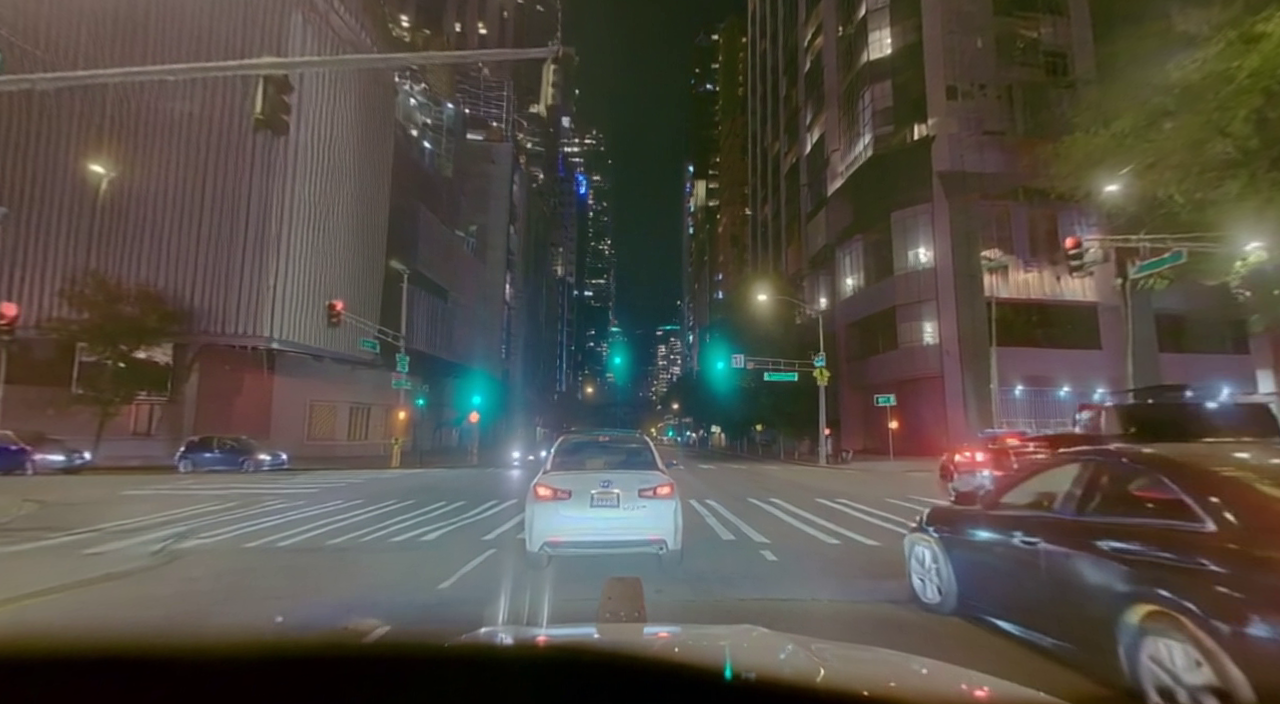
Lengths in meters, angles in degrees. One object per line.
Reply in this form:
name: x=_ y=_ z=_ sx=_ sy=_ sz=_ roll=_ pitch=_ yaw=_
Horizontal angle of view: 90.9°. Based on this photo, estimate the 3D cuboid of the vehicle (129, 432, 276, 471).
vehicle: x=-17.528 y=4.014 z=25.431 sx=4.511 sy=1.483 sz=1.877 roll=0 pitch=-8 yaw=1

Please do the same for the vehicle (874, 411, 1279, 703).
vehicle: x=3.229 y=1.156 z=3.723 sx=1.942 sy=1.443 sz=4.468 roll=0 pitch=-8 yaw=0

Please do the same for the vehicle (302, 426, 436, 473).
vehicle: x=-10.431 y=3.751 z=24.309 sx=4.556 sy=1.689 sz=1.982 roll=-3 pitch=-9 yaw=21

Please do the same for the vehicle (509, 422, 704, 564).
vehicle: x=-0.414 y=1.754 z=8.540 sx=2.031 sy=1.461 sz=3.763 roll=0 pitch=-8 yaw=-2
